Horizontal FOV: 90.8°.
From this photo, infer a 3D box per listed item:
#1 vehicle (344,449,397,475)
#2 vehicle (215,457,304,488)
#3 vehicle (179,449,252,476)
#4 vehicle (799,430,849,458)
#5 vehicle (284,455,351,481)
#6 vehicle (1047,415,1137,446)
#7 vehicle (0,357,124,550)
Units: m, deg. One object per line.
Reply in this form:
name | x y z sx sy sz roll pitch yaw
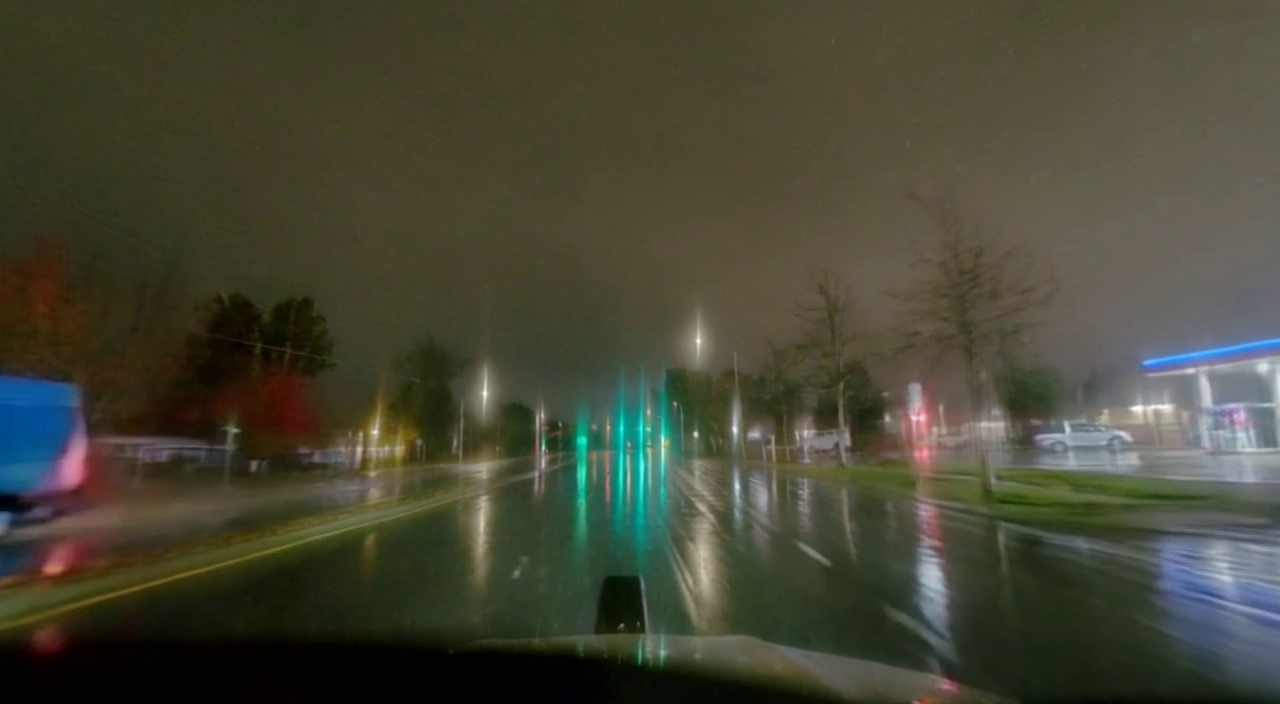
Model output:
vehicle | -20.951 8.537 49.310 1.988 1.785 4.802 -1 -8 1
vehicle | -21.252 6.715 35.556 1.924 1.479 4.706 -1 -8 2
vehicle | -33.244 8.636 49.533 4.201 2.024 2.058 -1 -8 2
vehicle | 13.187 6.627 45.640 2.108 1.877 4.807 -1 -8 0
vehicle | -21.061 7.559 41.479 1.787 1.471 4.709 -1 -8 3
vehicle | 31.480 5.564 44.273 2.367 2.056 5.466 -1 -8 2
vehicle | -11.989 1.524 9.352 2.931 3.122 6.555 -1 -8 2
